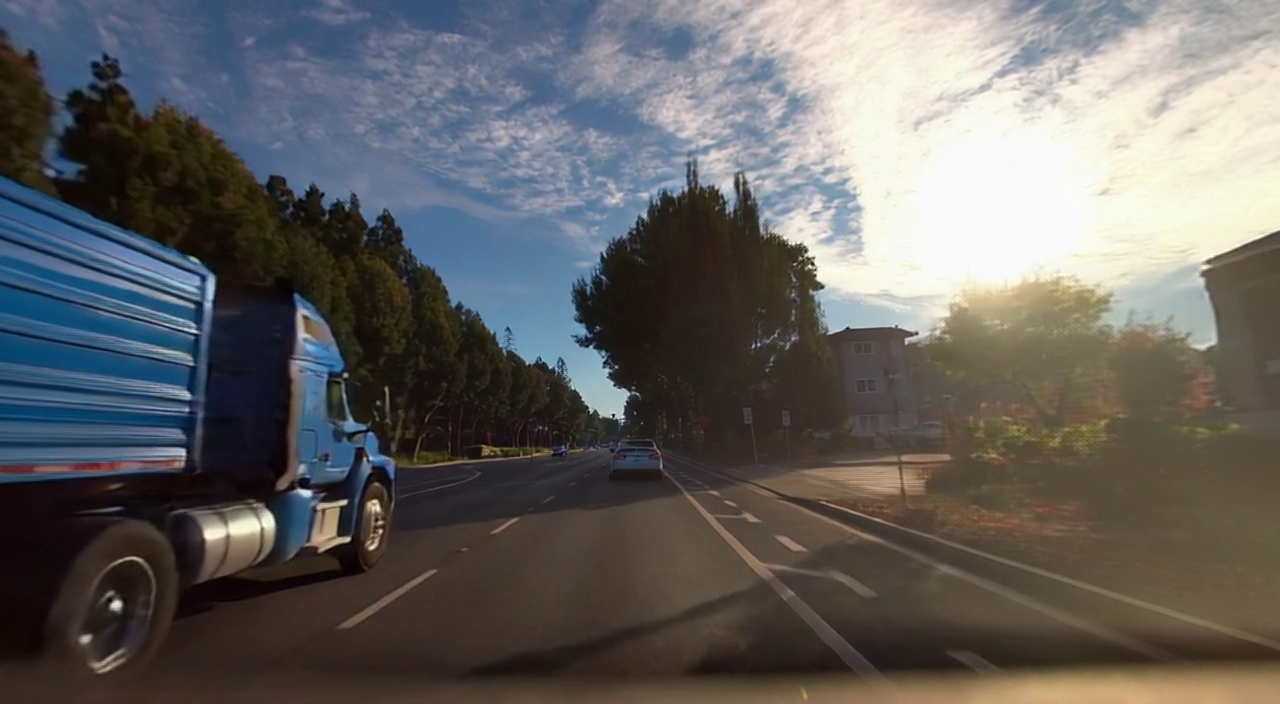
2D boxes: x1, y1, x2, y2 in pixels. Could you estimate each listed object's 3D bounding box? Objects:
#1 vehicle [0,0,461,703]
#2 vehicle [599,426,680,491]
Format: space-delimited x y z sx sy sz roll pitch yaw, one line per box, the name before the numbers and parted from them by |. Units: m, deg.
vehicle | -3.837 -0.263 2.865 2.996 3.902 10.410 0 -8 0
vehicle | -0.043 3.060 18.467 2.094 1.682 3.866 0 -8 -1
